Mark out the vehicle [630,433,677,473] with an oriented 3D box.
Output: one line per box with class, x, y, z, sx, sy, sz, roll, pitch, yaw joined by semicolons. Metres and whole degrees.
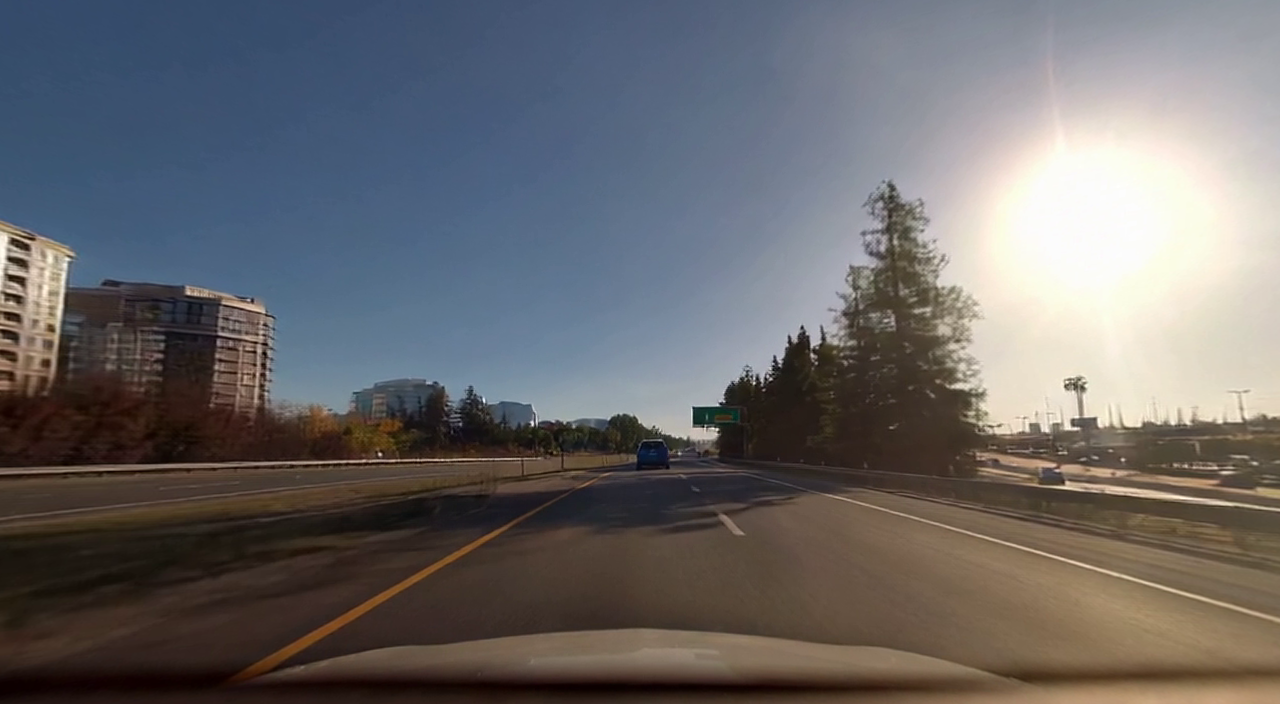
vehicle;0.898;5.863;36.678;2.546;2.126;5.153;-1;-9;3
